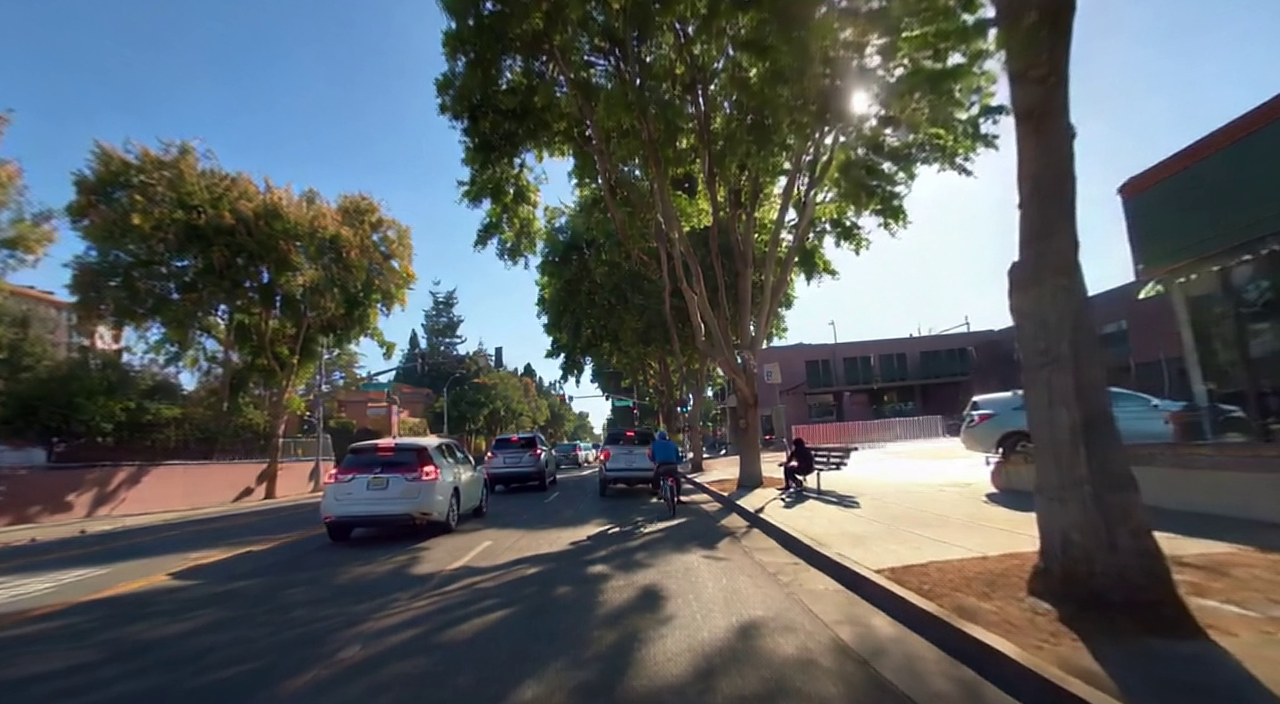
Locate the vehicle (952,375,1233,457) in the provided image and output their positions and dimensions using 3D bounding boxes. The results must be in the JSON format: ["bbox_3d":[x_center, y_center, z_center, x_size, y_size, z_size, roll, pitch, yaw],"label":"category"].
[{"bbox_3d":[8.692,1.302,12.341,4.159,1.416,2.049,1,-9,-11],"label":"vehicle"}]

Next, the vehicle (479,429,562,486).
[{"bbox_3d":[-3.972,3.603,21.867,2.046,1.750,4.452,0,-9,-1],"label":"vehicle"}]

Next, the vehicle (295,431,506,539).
[{"bbox_3d":[-3.770,2.164,10.897,2.064,1.486,4.140,0,-9,-1],"label":"vehicle"}]

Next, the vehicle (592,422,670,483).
[{"bbox_3d":[-0.349,3.507,22.185,2.426,1.882,5.027,0,-9,-2],"label":"vehicle"}]
